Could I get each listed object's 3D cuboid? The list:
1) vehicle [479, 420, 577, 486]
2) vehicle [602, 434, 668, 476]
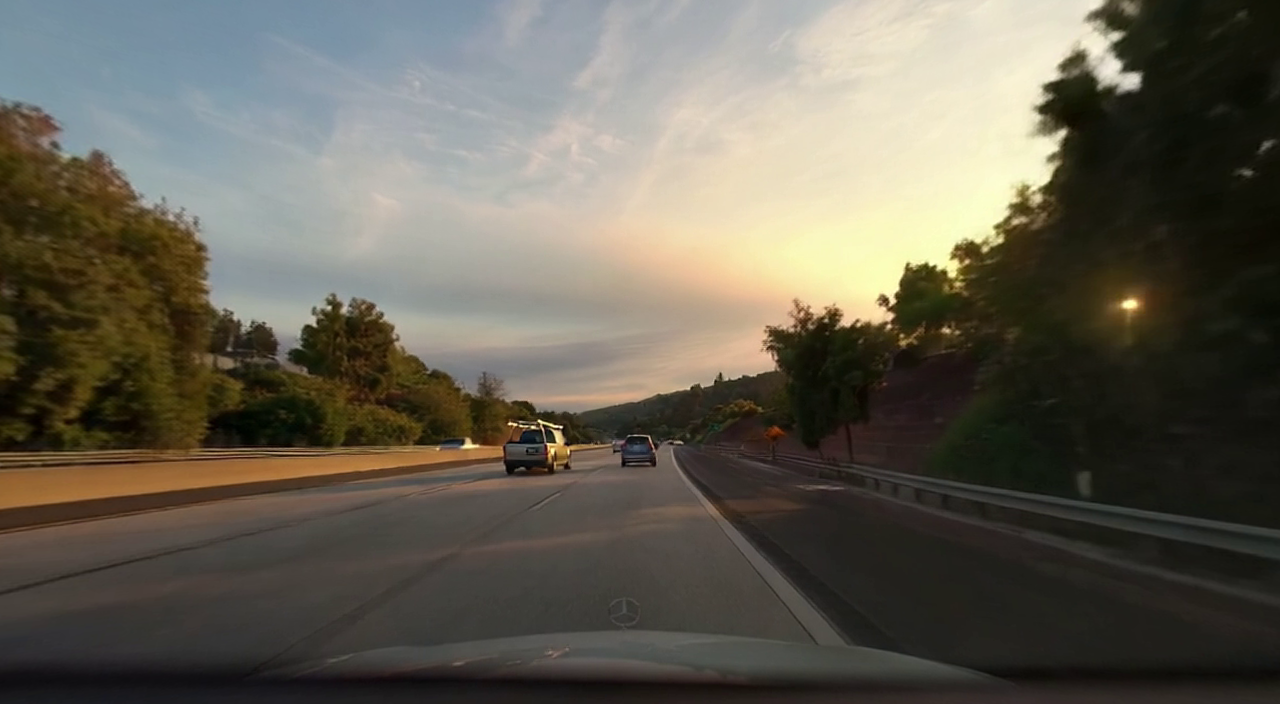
[{"bbox_3d":[-3.568,3.360,21.163,2.250,1.947,4.860,0,-8,2],"label":"vehicle"},{"bbox_3d":[-0.135,4.611,28.483,2.715,1.669,5.163,0,-8,1],"label":"vehicle"}]
